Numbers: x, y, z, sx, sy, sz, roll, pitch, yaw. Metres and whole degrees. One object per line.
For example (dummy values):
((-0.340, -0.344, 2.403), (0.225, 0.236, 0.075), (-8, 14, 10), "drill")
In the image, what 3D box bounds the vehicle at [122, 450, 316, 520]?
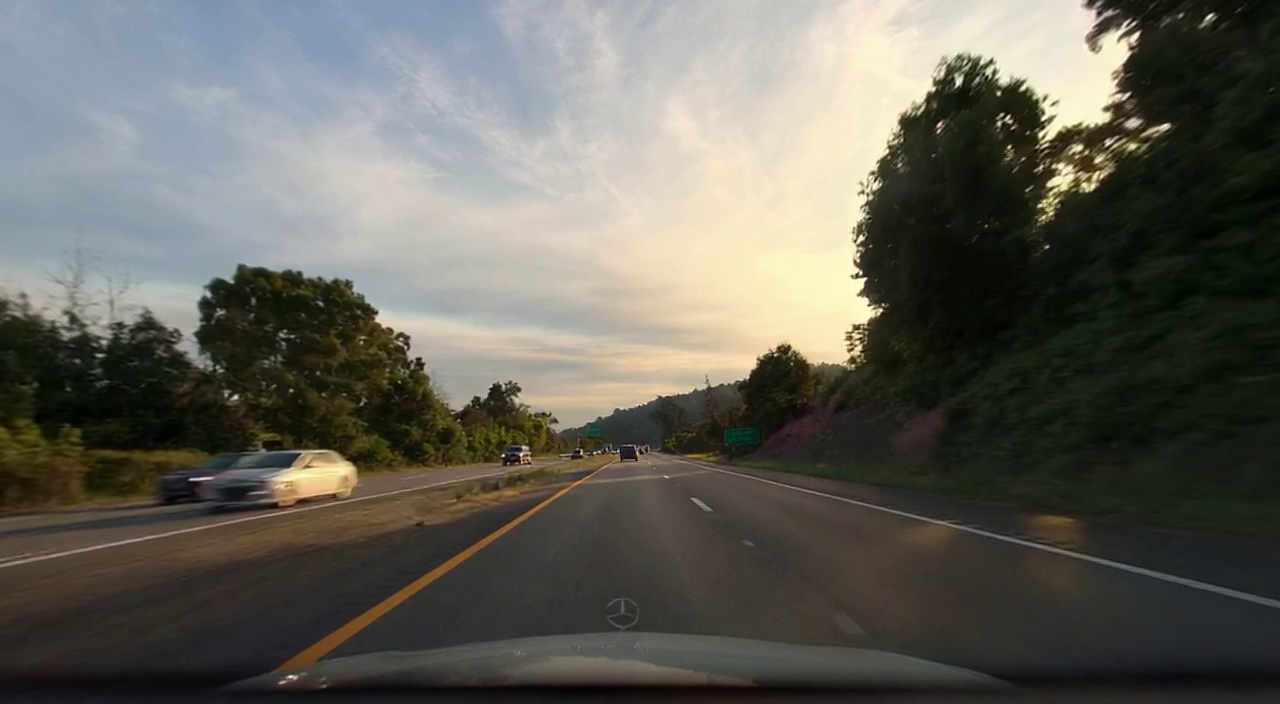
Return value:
((-10.800, 3.393, 16.625), (1.938, 1.555, 4.651), (0, -9, 0), "vehicle")
